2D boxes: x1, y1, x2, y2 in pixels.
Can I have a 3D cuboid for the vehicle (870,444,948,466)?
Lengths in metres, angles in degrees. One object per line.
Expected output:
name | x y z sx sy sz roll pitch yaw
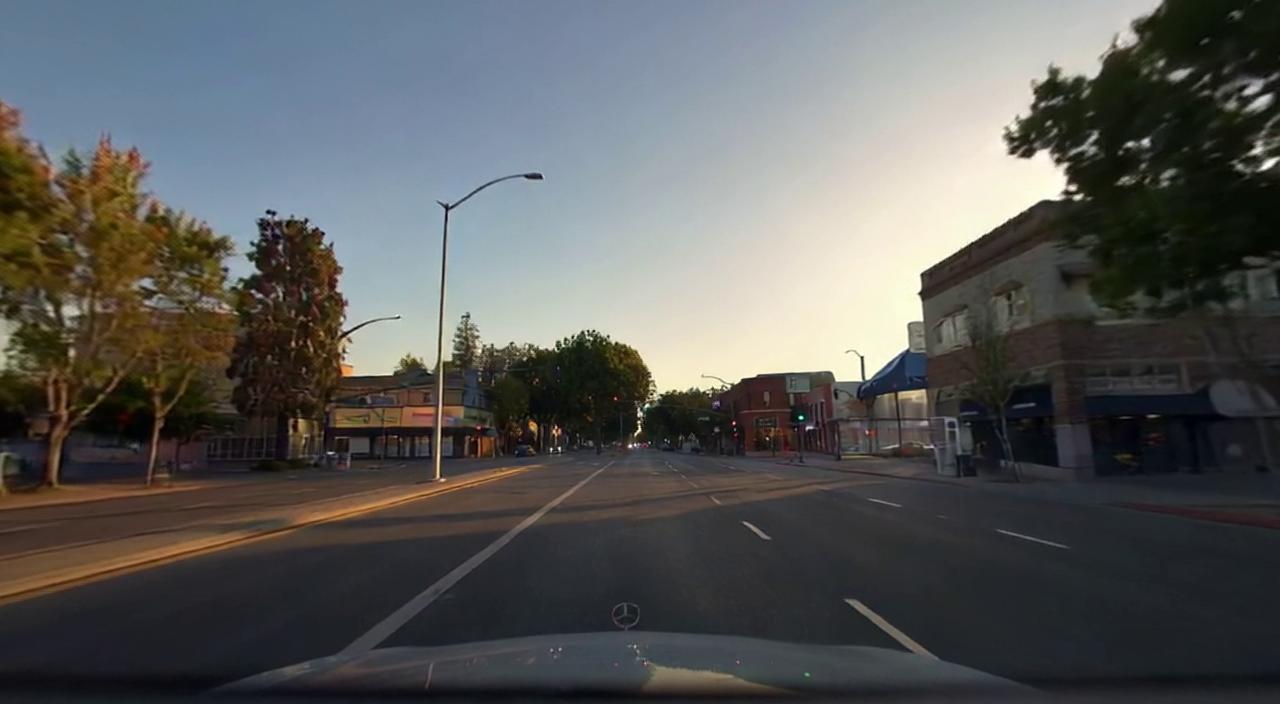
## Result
vehicle | 18.859 7.214 44.393 4.545 1.511 1.935 0 -9 -4
